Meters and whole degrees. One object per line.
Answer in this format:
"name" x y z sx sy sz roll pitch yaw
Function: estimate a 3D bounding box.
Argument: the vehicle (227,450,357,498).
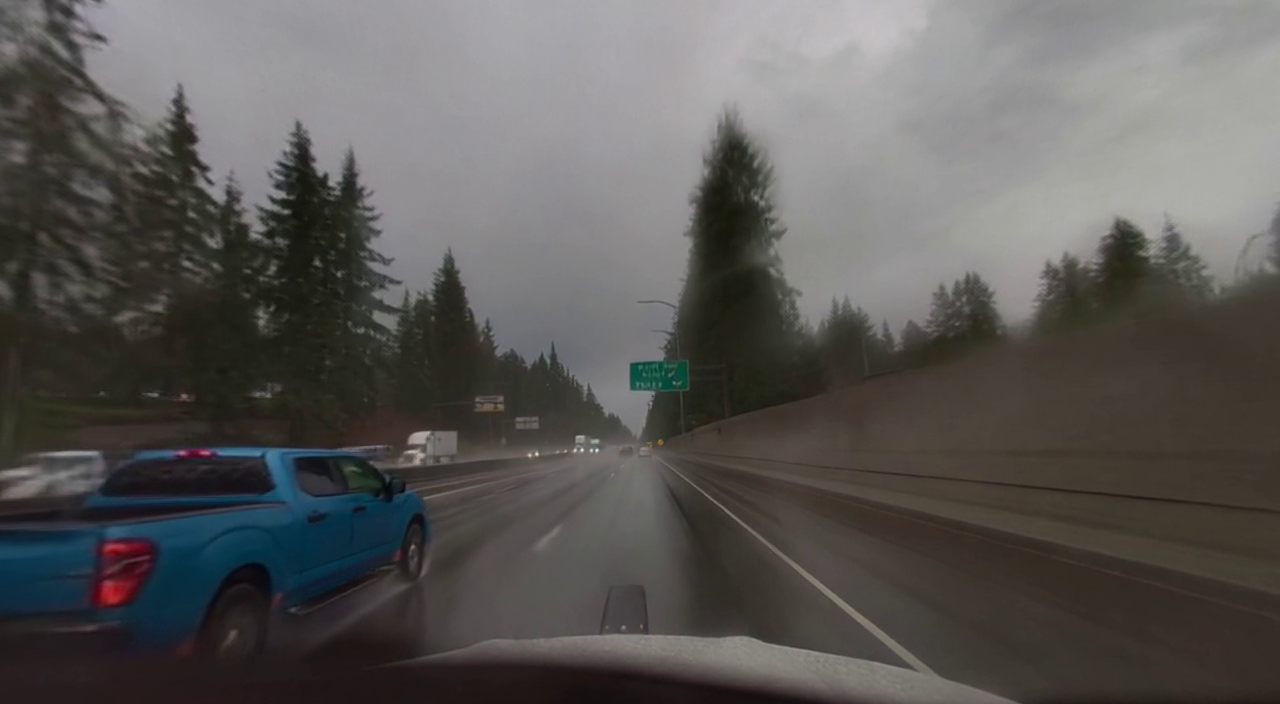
"vehicle" -14.779 5.177 27.321 2.297 1.762 5.728 0 -8 1

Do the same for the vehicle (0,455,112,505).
"vehicle" -23.292 4.840 23.931 2.056 1.728 5.167 -3 -9 0
